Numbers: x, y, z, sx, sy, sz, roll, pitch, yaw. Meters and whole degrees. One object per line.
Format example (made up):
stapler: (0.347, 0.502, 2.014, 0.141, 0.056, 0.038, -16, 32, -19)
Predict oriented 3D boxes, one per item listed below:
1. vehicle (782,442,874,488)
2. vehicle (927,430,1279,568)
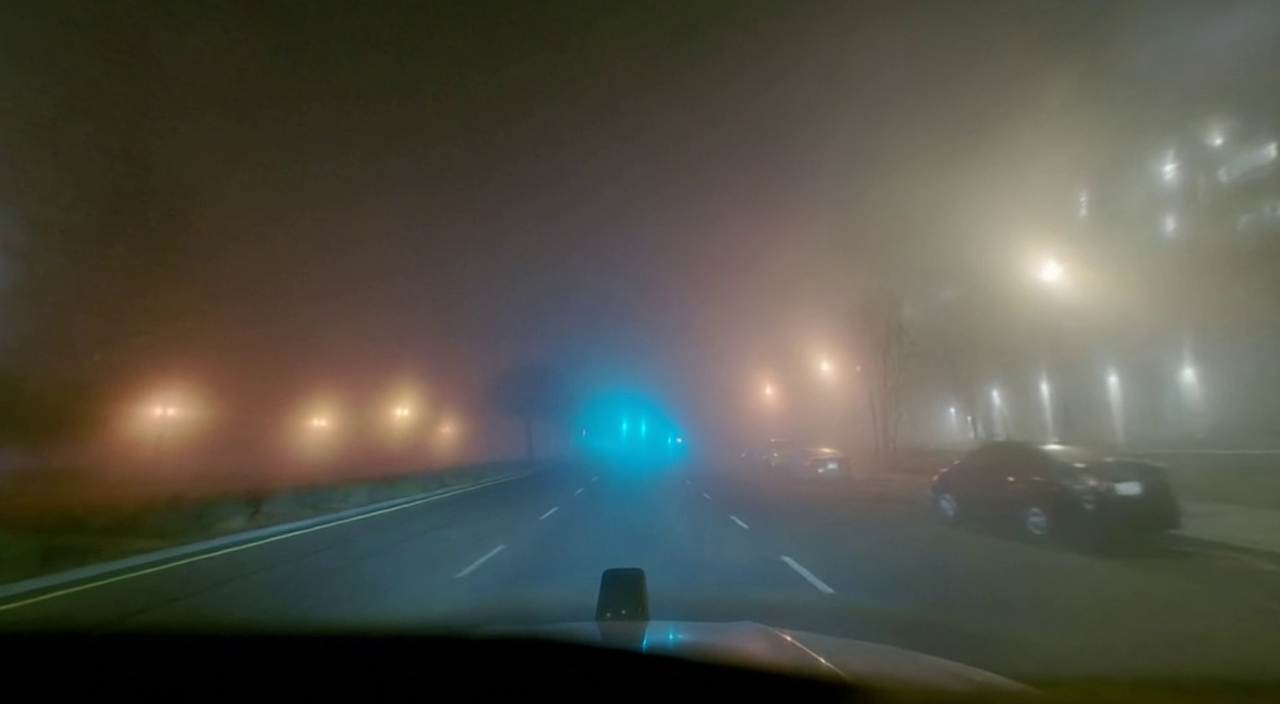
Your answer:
vehicle: (6.692, 4.062, 23.056, 1.847, 1.472, 4.846, 0, -8, 0)
vehicle: (6.554, 1.972, 9.413, 2.109, 1.477, 4.963, 0, -8, -1)
